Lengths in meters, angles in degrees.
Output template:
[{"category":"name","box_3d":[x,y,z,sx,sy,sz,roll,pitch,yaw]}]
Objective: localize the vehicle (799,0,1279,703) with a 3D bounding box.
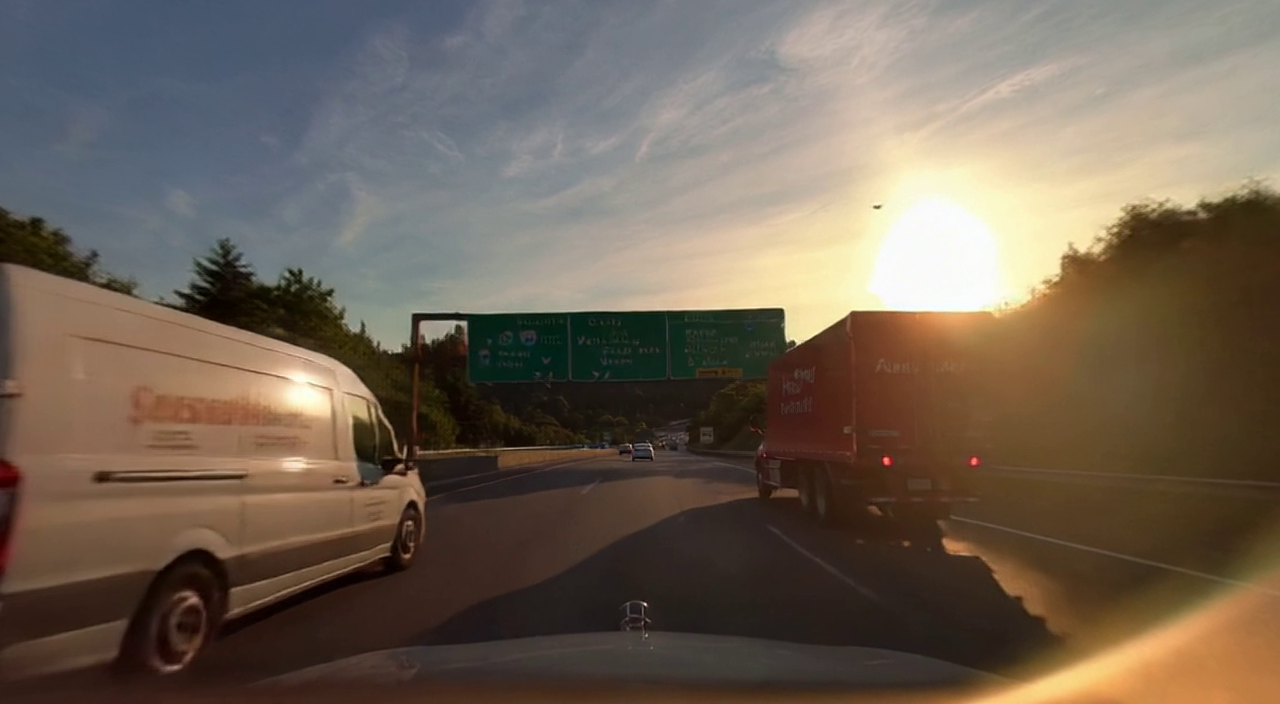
[{"category":"vehicle","box_3d":[4.337,-0.129,4.023,3.011,4.028,13.890,0,-9,0]}]

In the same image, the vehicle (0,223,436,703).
[{"category":"vehicle","box_3d":[-3.295,0.757,3.165,2.572,1.927,5.803,0,-9,0]}]

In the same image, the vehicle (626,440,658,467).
[{"category":"vehicle","box_3d":[0.132,6.909,42.954,2.067,1.690,3.901,0,-9,0]}]
